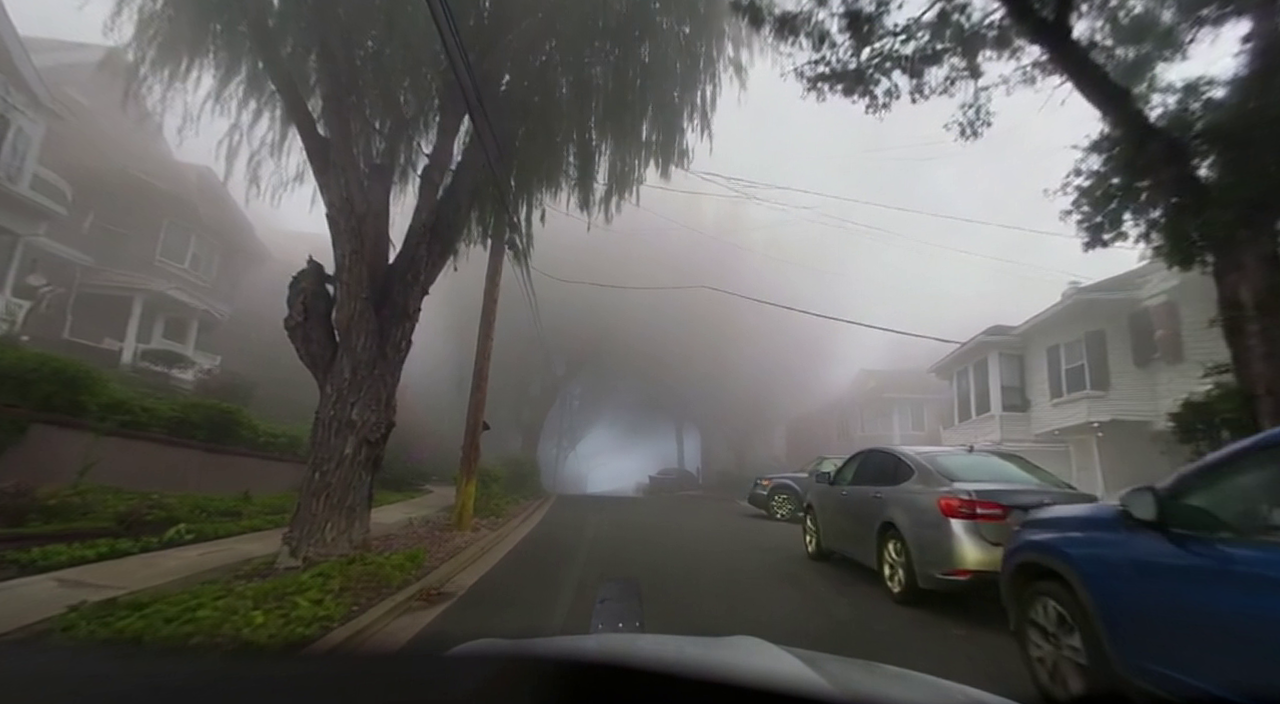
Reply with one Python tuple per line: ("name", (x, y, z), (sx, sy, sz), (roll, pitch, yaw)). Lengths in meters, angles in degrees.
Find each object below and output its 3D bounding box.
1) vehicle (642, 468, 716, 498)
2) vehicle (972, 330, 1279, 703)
("vehicle", (2.448, 8.348, 40.508), (4.413, 1.728, 1.869), (1, -9, -10))
("vehicle", (3.227, 0.726, 1.483), (2.076, 1.780, 4.959), (0, -8, -2))
